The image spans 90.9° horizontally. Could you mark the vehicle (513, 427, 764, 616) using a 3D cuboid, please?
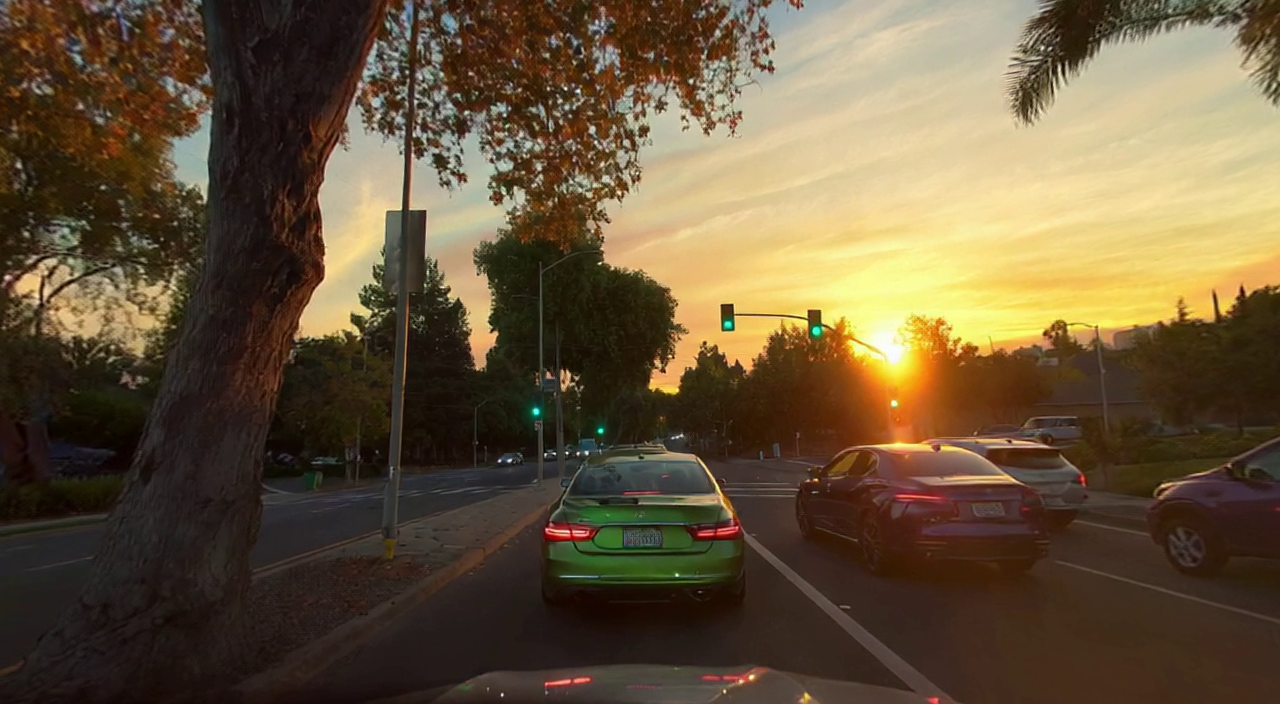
[{"bbox_3d":[0.012,1.676,7.093,2.015,1.502,3.898,0,-9,1],"label":"vehicle"}]

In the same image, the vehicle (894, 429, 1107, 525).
[{"bbox_3d":[7.026,2.468,12.908,1.923,1.611,4.094,0,-9,0],"label":"vehicle"}]

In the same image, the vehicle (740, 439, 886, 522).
[{"bbox_3d":[3.529,2.715,13.821,1.934,1.494,4.446,0,-9,0],"label":"vehicle"}]

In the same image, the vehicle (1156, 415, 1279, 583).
[{"bbox_3d":[6.942,1.333,5.584,1.783,1.572,3.421,0,-9,1],"label":"vehicle"}]
